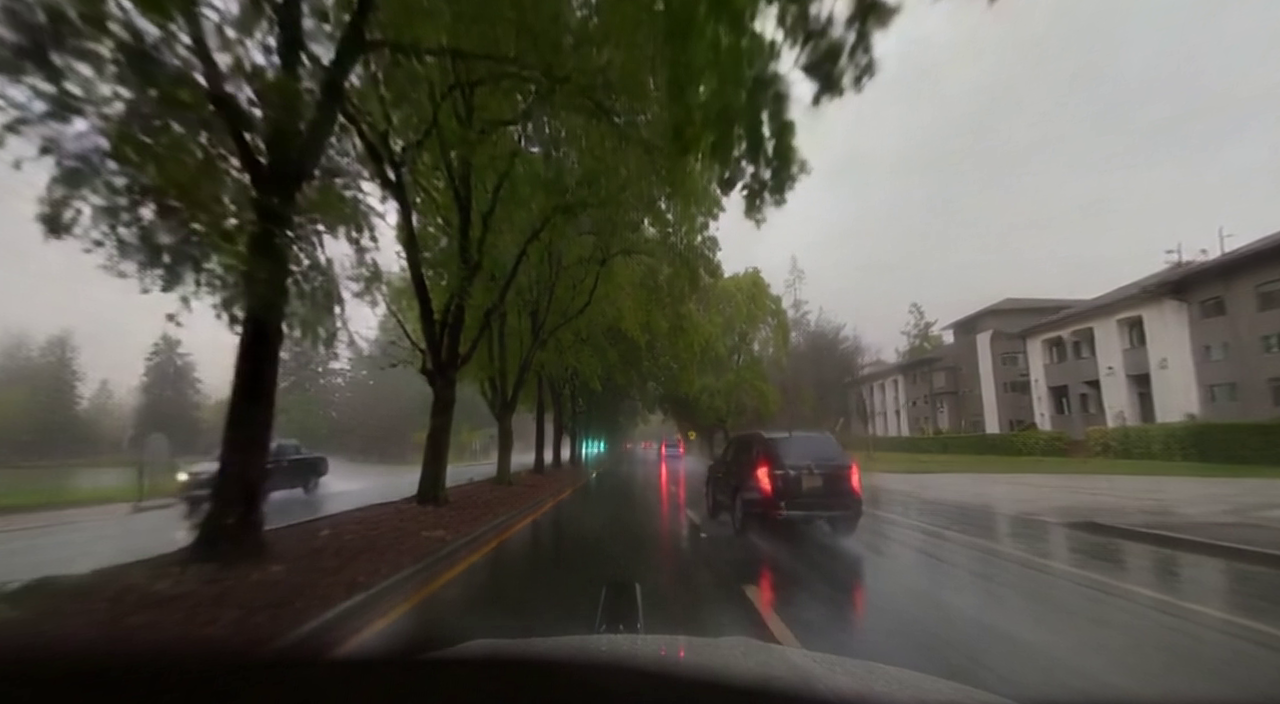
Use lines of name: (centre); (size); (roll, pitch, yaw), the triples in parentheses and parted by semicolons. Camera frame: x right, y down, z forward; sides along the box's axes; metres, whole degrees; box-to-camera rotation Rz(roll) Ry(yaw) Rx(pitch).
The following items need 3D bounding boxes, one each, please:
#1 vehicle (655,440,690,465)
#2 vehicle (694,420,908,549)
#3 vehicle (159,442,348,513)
vehicle: (2.270, 7.219, 45.509); (2.164, 1.725, 4.285); (0, -9, -1)
vehicle: (2.230, 2.003, 10.260); (2.066, 1.603, 4.475); (0, -9, -3)
vehicle: (-11.645, 3.787, 19.767); (2.248, 1.858, 5.854); (0, -9, 0)
